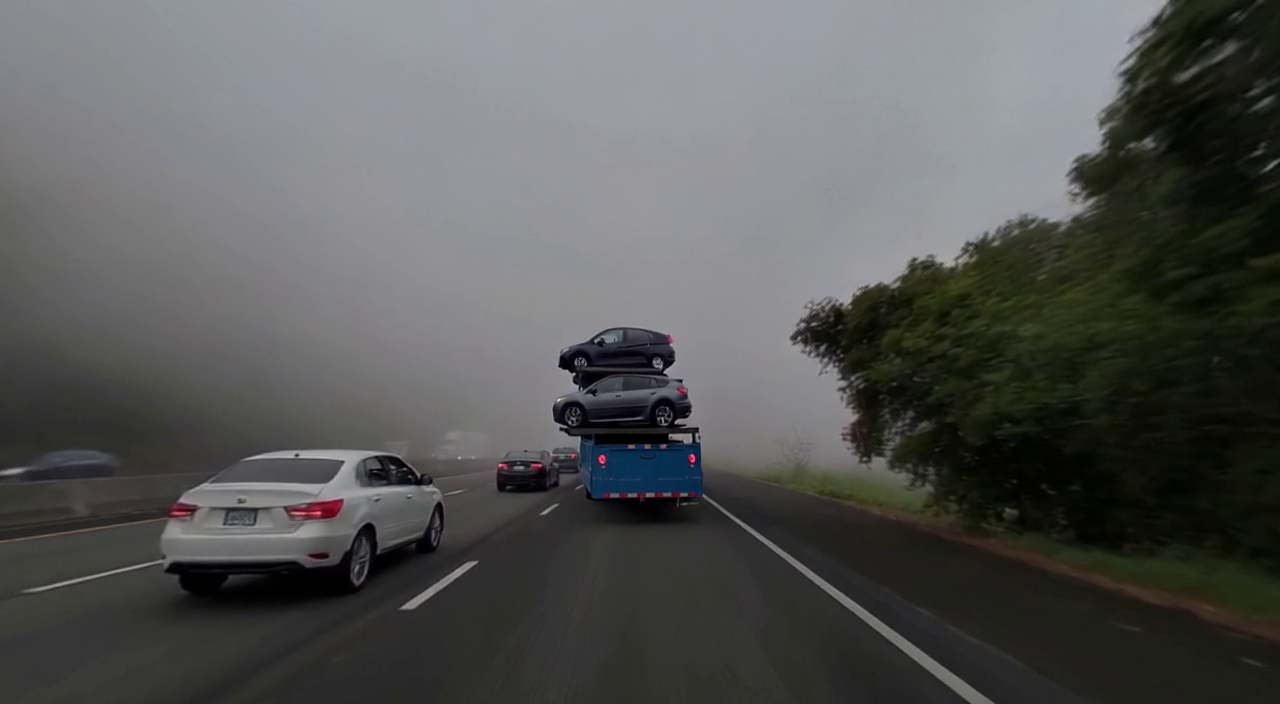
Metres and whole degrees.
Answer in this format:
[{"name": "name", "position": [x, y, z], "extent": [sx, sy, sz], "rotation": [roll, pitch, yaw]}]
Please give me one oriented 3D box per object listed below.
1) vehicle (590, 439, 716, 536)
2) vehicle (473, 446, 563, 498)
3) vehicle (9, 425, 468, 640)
[{"name": "vehicle", "position": [0.172, 2.414, 11.753], "extent": [1.991, 1.507, 3.391], "rotation": [0, -9, -1]}, {"name": "vehicle", "position": [-3.824, 3.842, 20.603], "extent": [1.947, 1.470, 4.526], "rotation": [0, -9, 1]}, {"name": "vehicle", "position": [-3.369, 1.574, 6.413], "extent": [2.149, 1.497, 3.753], "rotation": [0, -9, 0]}]
